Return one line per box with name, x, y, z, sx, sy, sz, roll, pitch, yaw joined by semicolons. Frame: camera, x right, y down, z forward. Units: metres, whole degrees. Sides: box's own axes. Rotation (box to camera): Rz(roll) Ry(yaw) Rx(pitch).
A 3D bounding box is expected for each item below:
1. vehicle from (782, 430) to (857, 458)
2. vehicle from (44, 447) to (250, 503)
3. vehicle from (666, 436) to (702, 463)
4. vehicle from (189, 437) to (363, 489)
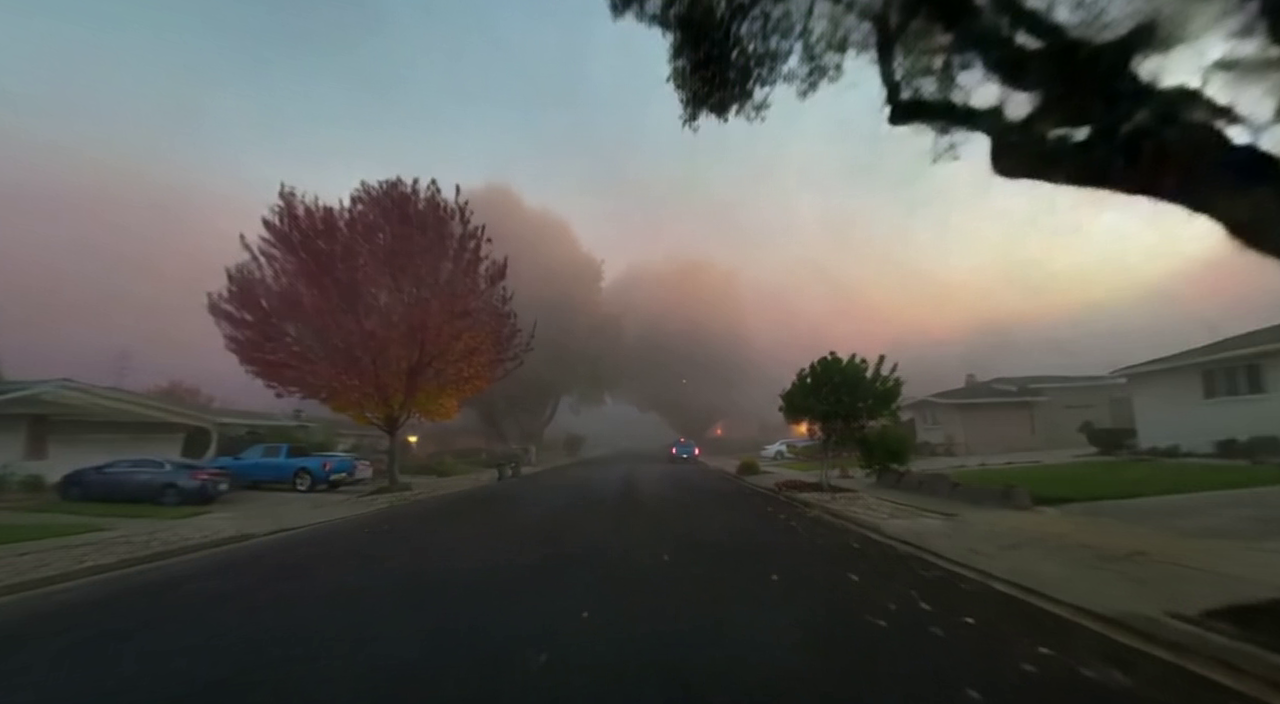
vehicle;11.154;5.727;39.563;4.069;1.680;2.156;-1;-7;3
vehicle;-14.048;3.514;18.226;4.285;1.483;1.954;0;-9;0
vehicle;3.349;7.667;49.639;2.313;1.962;6.029;0;-9;0
vehicle;-13.748;4.218;24.135;5.286;1.847;2.166;-1;-9;1
